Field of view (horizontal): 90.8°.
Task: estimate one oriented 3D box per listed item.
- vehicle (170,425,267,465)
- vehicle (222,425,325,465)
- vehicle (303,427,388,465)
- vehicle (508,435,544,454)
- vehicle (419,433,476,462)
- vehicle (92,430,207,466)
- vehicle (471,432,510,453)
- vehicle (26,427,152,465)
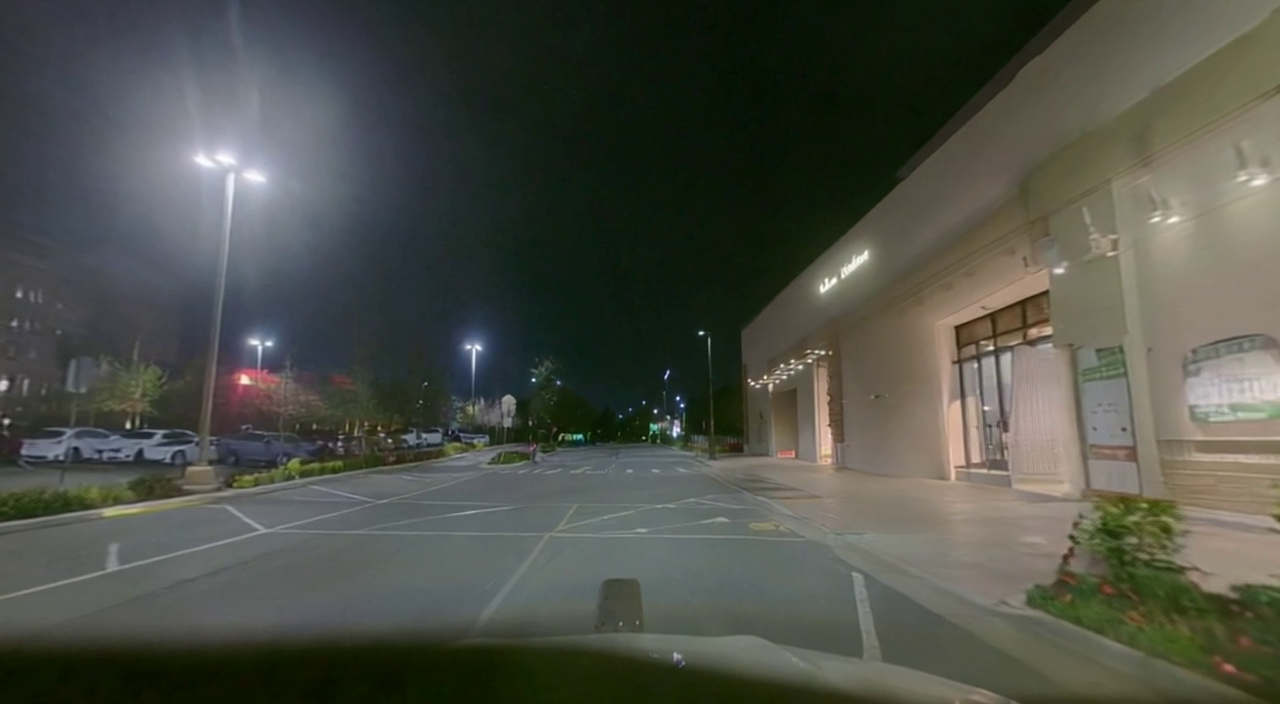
[{"bbox_3d":[-18.798,4.163,28.409,1.902,1.645,3.903,1,-8,-5],"label":"vehicle"},{"bbox_3d":[-16.209,4.155,28.238,1.928,1.613,4.197,0,-8,2],"label":"vehicle"},{"bbox_3d":[-13.246,4.261,28.726,1.892,1.597,4.259,0,-8,-2],"label":"vehicle"},{"bbox_3d":[-8.544,6.944,47.533,1.898,1.335,3.869,0,-8,1],"label":"vehicle"},{"bbox_3d":[-10.523,5.238,34.927,1.891,1.464,4.646,1,-8,-3],"label":"vehicle"},{"bbox_3d":[-21.668,4.248,28.121,1.909,1.474,3.908,0,-8,1],"label":"vehicle"},{"bbox_3d":[-10.964,6.696,46.563,1.968,1.473,4.493,0,-8,-3],"label":"vehicle"},{"bbox_3d":[-24.636,4.209,28.465,1.773,1.498,4.085,3,-8,3],"label":"vehicle"}]
